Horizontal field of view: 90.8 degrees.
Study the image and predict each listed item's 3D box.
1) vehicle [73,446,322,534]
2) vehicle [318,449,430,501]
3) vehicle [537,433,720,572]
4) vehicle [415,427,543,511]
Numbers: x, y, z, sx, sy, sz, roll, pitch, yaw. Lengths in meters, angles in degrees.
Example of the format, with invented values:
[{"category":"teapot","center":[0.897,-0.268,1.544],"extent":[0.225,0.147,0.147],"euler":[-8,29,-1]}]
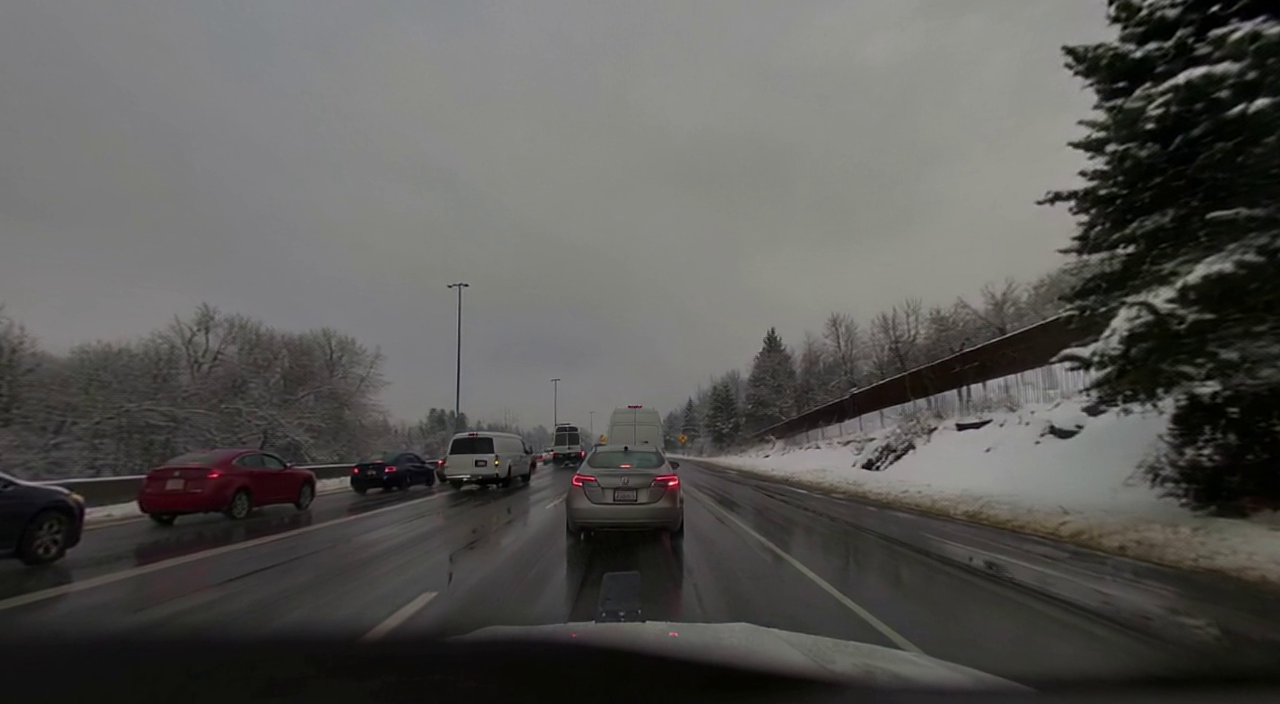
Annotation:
[{"category":"vehicle","center":[-8.705,2.711,13.044],"extent":[1.884,1.484,4.389],"euler":[-1,-9,1]},{"category":"vehicle","center":[-8.388,3.883,20.284],"extent":[1.826,1.465,3.916],"euler":[-1,-9,1]},{"category":"vehicle","center":[-0.144,1.918,8.671],"extent":[1.995,1.495,3.380],"euler":[0,-9,-1]},{"category":"vehicle","center":[-4.089,3.073,16.947],"extent":[2.055,1.913,4.584],"euler":[-1,-9,2]}]
